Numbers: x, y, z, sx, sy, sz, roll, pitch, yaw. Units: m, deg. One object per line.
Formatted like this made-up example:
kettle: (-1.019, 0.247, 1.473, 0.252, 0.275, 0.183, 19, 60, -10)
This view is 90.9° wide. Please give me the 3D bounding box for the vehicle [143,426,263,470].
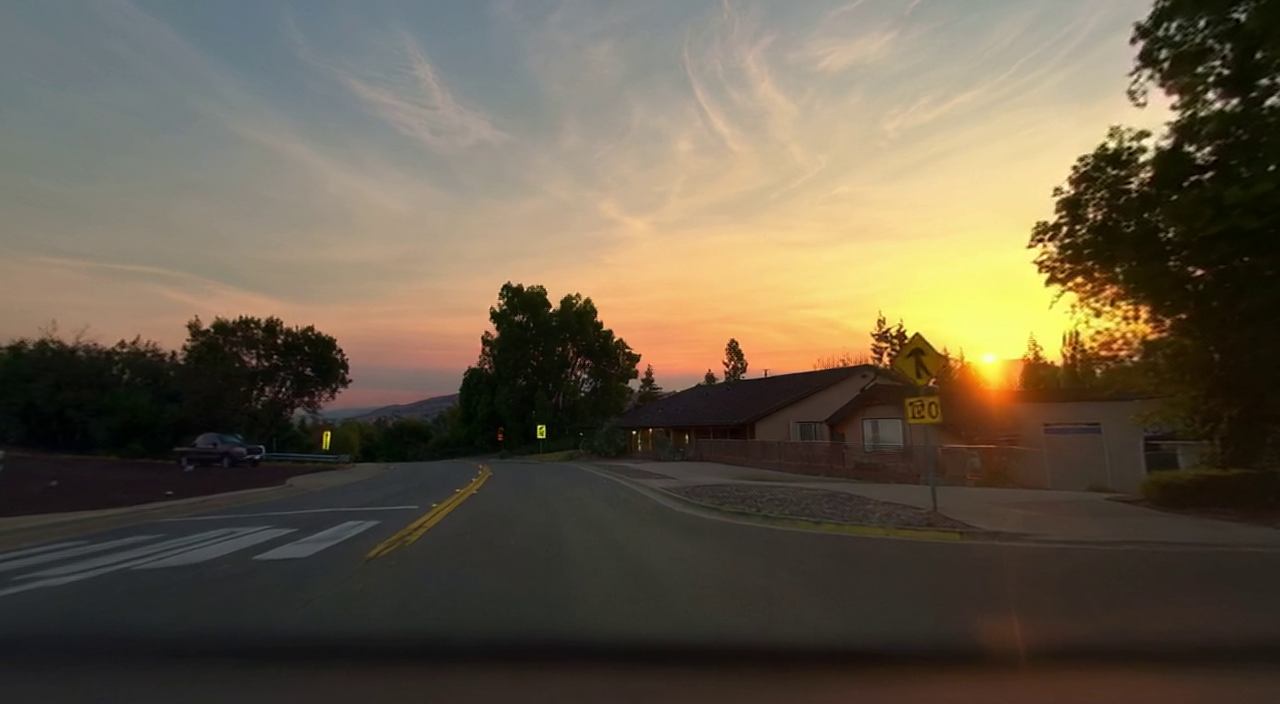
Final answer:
vehicle: (-21.231, 4.645, 30.675, 4.699, 1.996, 2.116, -2, -9, 14)
